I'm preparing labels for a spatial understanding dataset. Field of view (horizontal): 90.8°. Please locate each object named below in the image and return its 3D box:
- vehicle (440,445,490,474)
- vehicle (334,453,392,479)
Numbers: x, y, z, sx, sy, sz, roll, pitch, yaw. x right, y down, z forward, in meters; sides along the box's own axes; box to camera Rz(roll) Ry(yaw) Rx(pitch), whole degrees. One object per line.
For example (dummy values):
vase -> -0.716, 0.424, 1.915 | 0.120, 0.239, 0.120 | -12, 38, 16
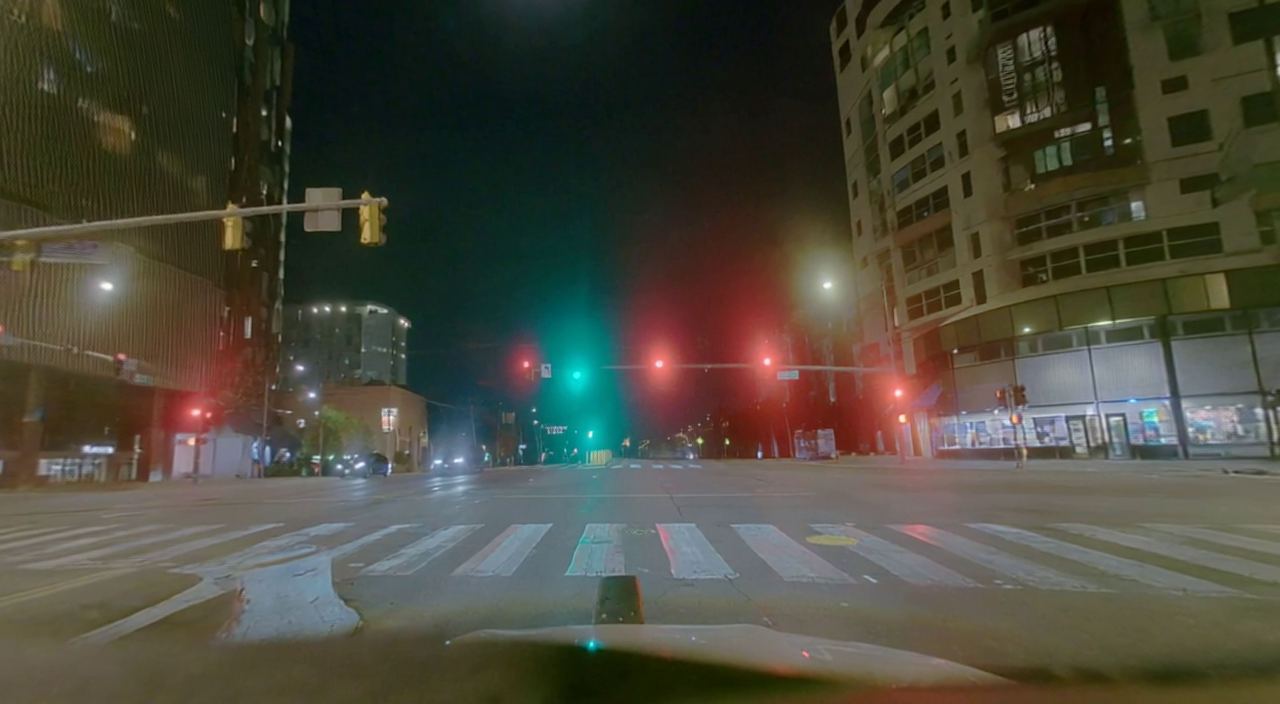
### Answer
vehicle -> -12.170, 7.476, 44.234 | 2.151, 1.847, 4.634 | 0, -9, 0
vehicle -> -18.852, 7.744, 43.223 | 1.933, 1.664, 4.255 | 0, -9, 1
